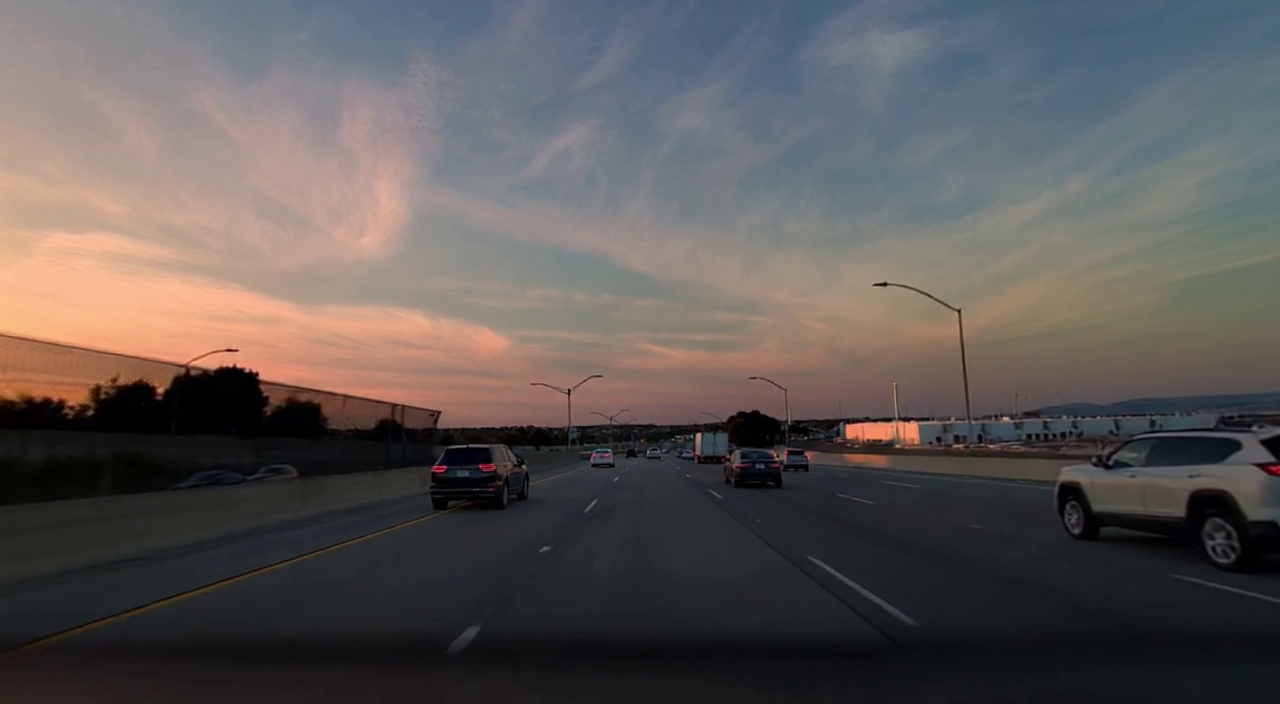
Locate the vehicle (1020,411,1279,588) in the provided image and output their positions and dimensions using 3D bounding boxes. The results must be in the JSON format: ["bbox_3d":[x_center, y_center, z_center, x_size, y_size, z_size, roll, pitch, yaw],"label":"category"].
[{"bbox_3d":[7.416,1.694,7.896,2.145,1.743,5.058,0,-8,0],"label":"vehicle"}]

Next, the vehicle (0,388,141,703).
[{"bbox_3d":[-3.674,0.681,0.812,2.067,1.555,4.851,0,-8,0],"label":"vehicle"}]

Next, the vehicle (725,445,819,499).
[{"bbox_3d":[3.916,3.612,19.531,1.942,1.453,4.329,0,-8,-1],"label":"vehicle"}]

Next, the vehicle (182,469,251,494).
[{"bbox_3d":[-32.203,9.834,48.103,1.952,1.595,4.685,-1,-8,1],"label":"vehicle"}]

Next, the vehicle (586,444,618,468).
[{"bbox_3d":[-2.881,8.024,48.796,2.108,1.748,4.514,-1,-8,2],"label":"vehicle"}]

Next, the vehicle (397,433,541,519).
[{"bbox_3d":[-3.685,2.733,14.458,2.036,1.669,4.112,-1,-8,1],"label":"vehicle"}]
